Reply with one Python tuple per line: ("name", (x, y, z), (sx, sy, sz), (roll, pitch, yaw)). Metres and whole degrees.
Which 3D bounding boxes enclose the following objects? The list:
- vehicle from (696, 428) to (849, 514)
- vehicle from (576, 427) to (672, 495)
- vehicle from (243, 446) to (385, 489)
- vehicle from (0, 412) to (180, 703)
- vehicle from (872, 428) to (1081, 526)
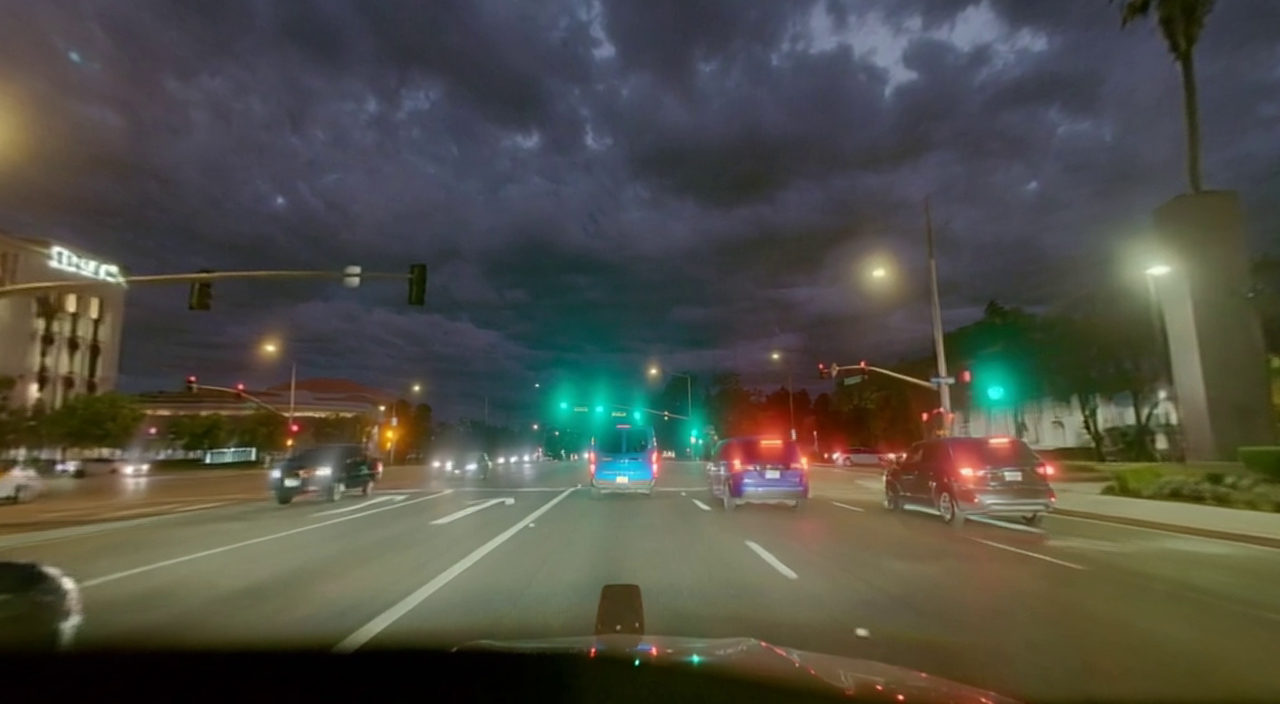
("vehicle", (2.933, 2.806, 15.414), (2.462, 1.736, 4.899), (0, -9, -3))
("vehicle", (-0.606, 3.685, 21.703), (2.848, 1.991, 5.706), (0, -9, -2))
("vehicle", (-13.245, 4.712, 25.866), (4.681, 1.653, 2.109), (-1, -9, 5))
("vehicle", (-3.430, 0.735, 0.936), (1.997, 1.430, 4.655), (0, -9, 0))
("vehicle", (7.088, 2.654, 14.010), (2.023, 1.771, 4.488), (0, -9, -2))
